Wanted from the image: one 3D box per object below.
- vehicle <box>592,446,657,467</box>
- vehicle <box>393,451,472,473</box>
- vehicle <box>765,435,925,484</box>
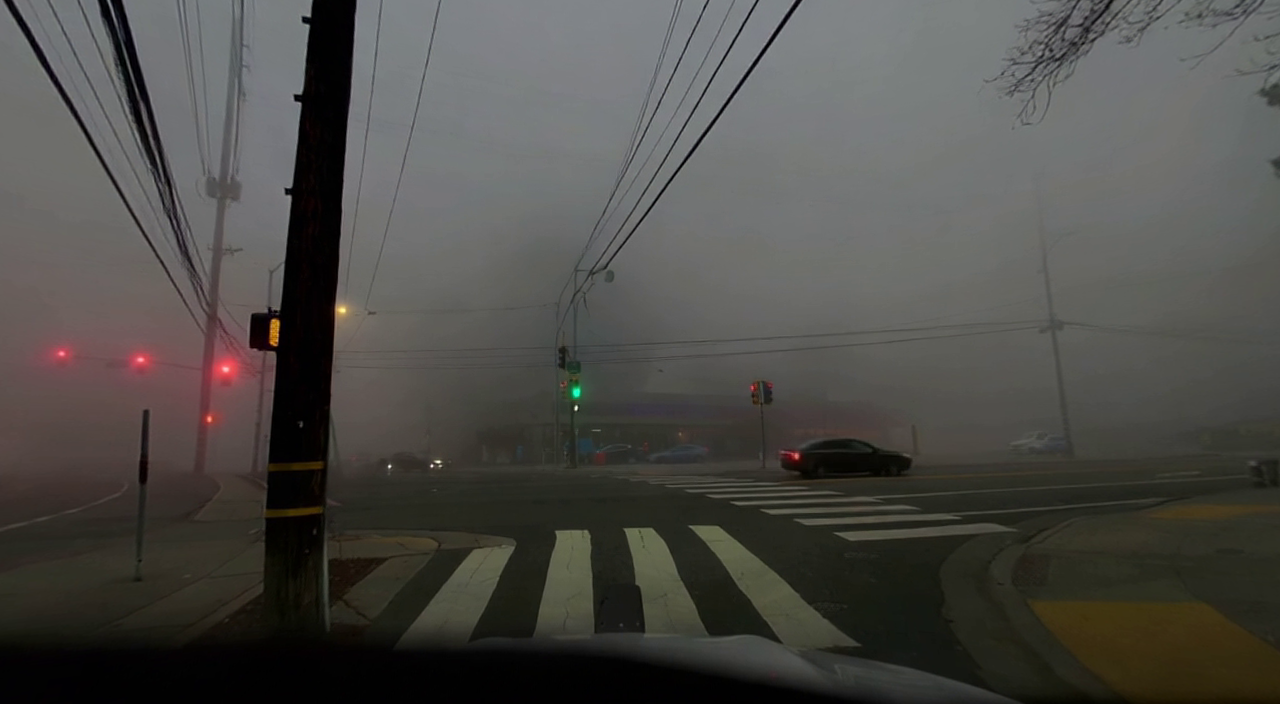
[{"bbox_3d":[-1.133,7.553,45.818,4.391,1.451,1.717,4,-9,-26],"label":"vehicle"},{"bbox_3d":[-14.127,7.444,42.987,4.837,1.407,1.818,4,-9,-26],"label":"vehicle"},{"bbox_3d":[6.842,3.565,21.205,4.700,1.479,2.095,3,-9,-17],"label":"vehicle"}]
